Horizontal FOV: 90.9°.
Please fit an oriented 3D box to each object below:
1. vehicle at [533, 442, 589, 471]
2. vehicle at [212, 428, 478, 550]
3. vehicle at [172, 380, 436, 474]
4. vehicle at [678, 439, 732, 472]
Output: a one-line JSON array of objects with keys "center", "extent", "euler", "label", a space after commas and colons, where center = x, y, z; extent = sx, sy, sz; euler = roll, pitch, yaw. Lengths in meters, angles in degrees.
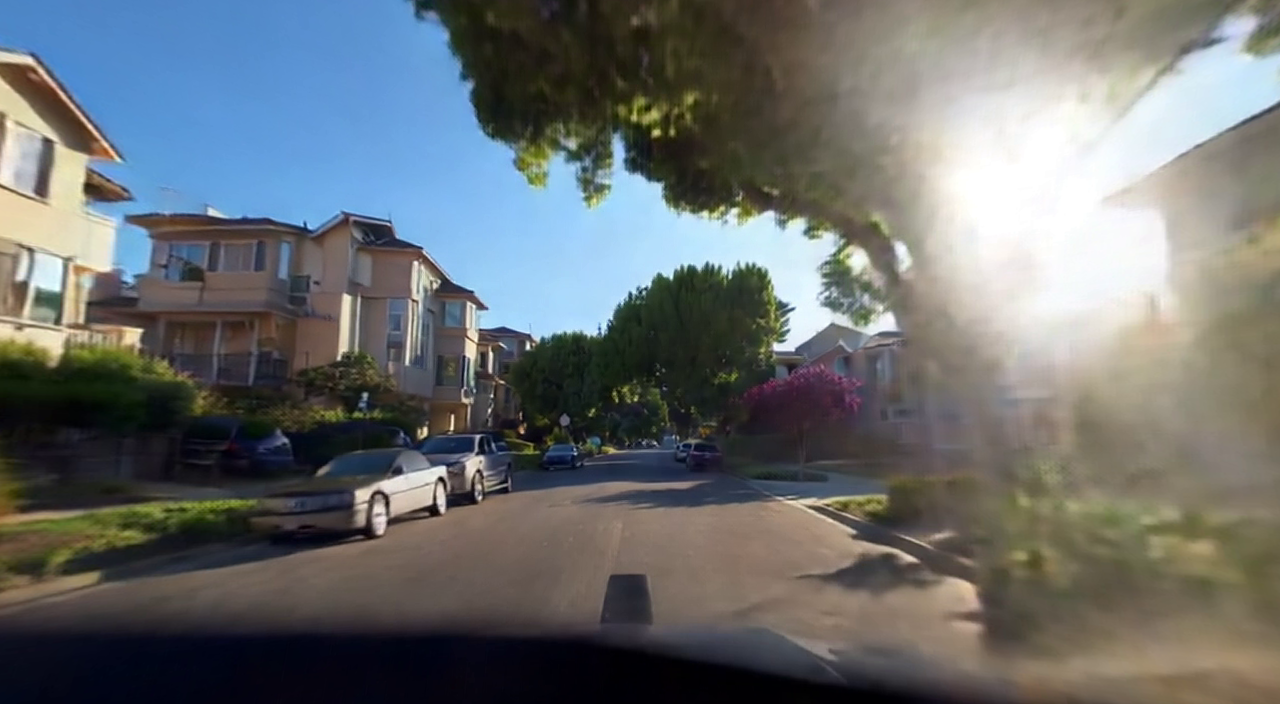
[{"center": [-3.849, 5.180, 31.451], "extent": [1.995, 1.330, 4.080], "euler": [0, -8, 3], "label": "vehicle"}, {"center": [-4.342, 2.080, 10.337], "extent": [2.086, 1.493, 4.582], "euler": [-1, -8, 1], "label": "vehicle"}, {"center": [-10.553, 2.444, 20.417], "extent": [6.780, 2.770, 2.970], "euler": [0, -8, 1], "label": "vehicle"}, {"center": [3.104, 5.096, 31.255], "extent": [2.000, 1.456, 5.251], "euler": [0, -8, -1], "label": "vehicle"}]
